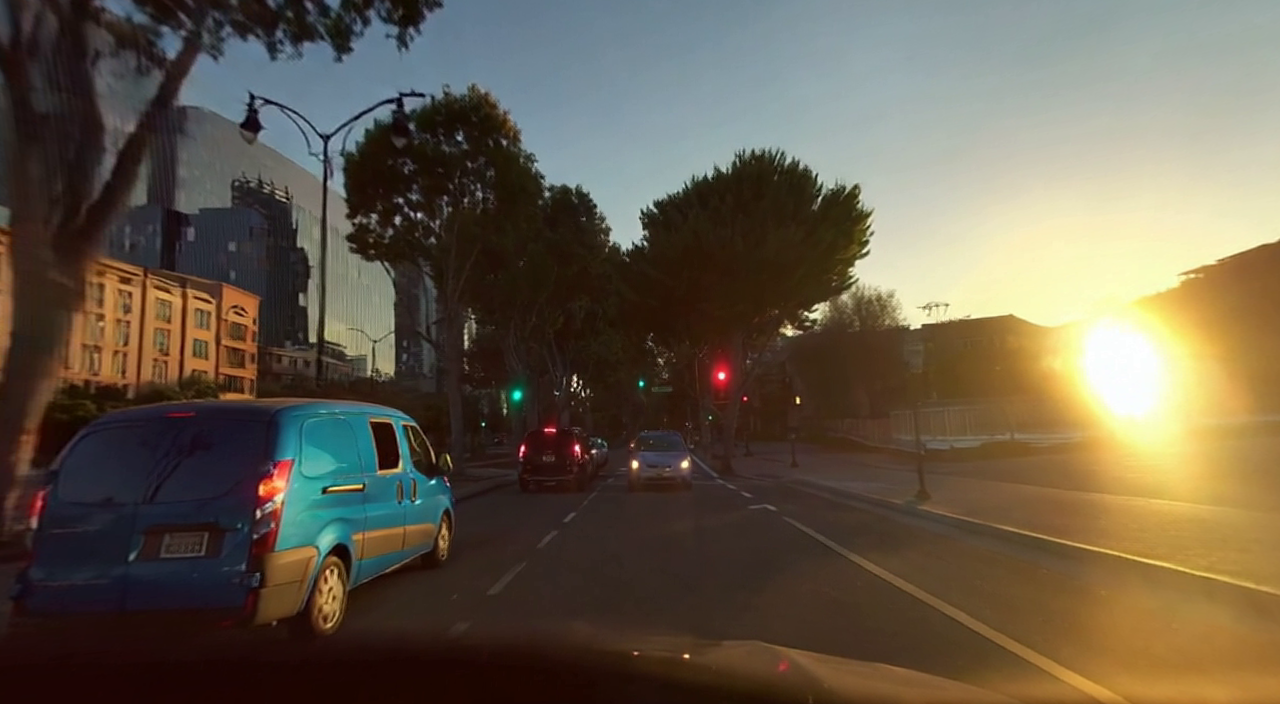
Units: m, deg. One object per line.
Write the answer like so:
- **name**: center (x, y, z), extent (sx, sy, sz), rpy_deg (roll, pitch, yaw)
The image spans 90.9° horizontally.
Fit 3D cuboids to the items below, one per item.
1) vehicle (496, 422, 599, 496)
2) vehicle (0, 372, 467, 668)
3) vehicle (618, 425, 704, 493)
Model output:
- **vehicle**: center (-2.443, 2.998, 17.971), extent (2.124, 1.799, 4.587), rpy_deg (0, -8, 1)
- **vehicle**: center (-3.064, 1.258, 5.670), extent (1.940, 1.722, 3.823), rpy_deg (0, -8, 0)
- **vehicle**: center (0.584, 3.054, 18.263), extent (2.205, 1.727, 3.917), rpy_deg (-1, -8, 1)
